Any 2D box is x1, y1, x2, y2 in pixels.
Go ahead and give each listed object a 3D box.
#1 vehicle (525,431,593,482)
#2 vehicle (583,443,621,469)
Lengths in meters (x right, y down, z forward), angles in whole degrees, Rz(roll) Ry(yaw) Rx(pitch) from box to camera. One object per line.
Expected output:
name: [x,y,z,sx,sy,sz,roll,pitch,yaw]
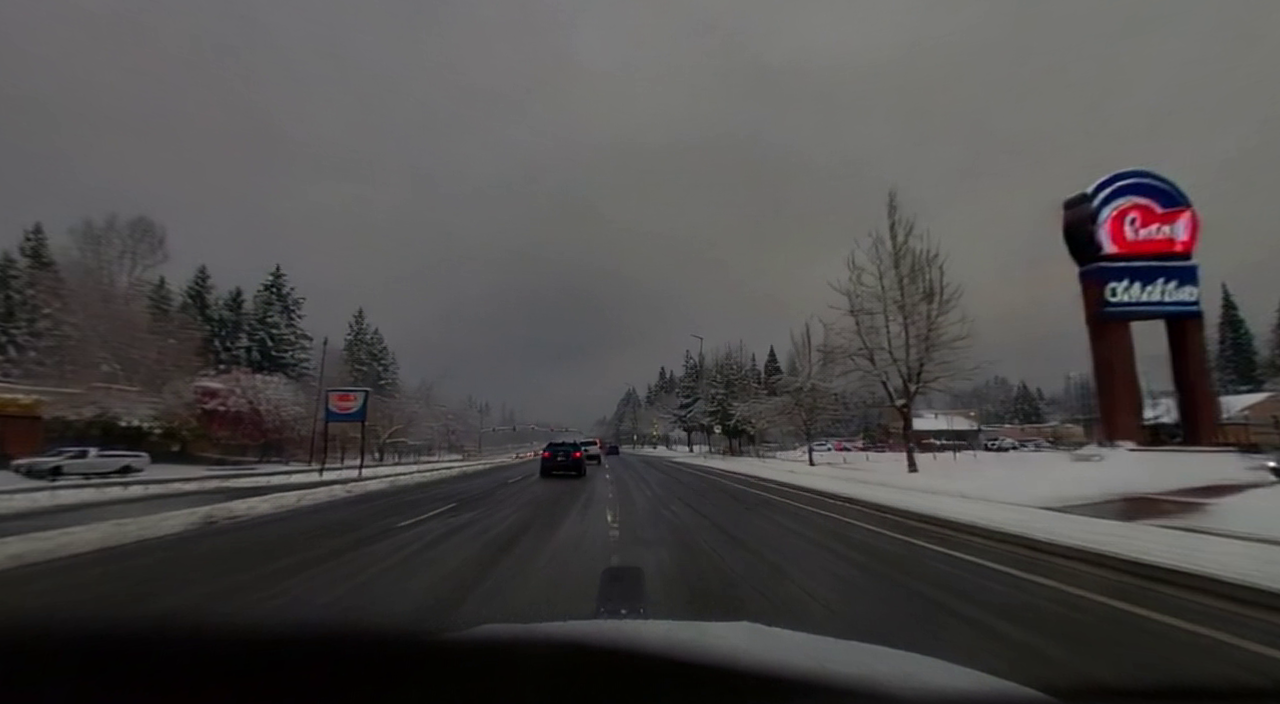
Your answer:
vehicle: [-3.199,4.267,26.006,2.222,1.899,5.006,0,-8,-1]
vehicle: [-2.334,6.174,37.423,2.113,1.446,4.309,1,-8,-5]
